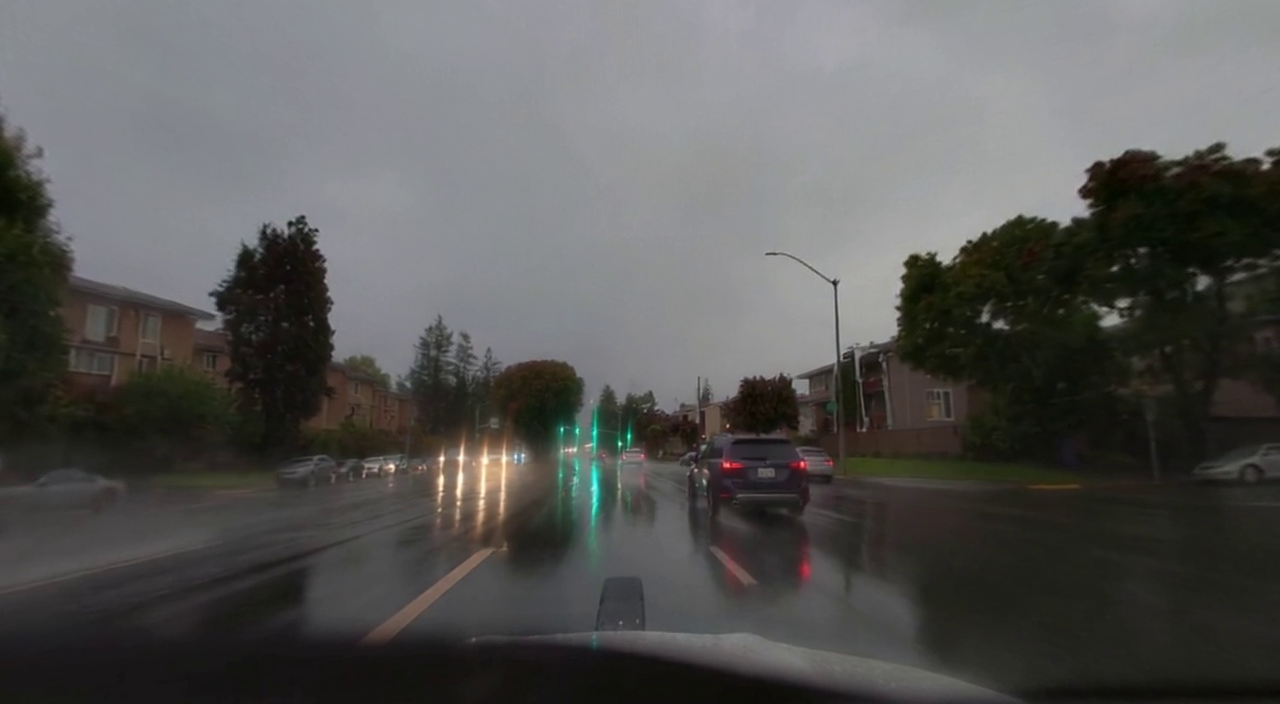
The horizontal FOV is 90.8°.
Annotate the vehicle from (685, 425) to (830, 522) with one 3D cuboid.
[{"bbox_3d":[2.335,2.585,13.949,2.085,1.763,4.490,0,-9,-3],"label":"vehicle"}]

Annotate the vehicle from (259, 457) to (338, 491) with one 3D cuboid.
[{"bbox_3d":[-19.486,6.935,36.310,2.145,1.764,4.653,0,-9,-4],"label":"vehicle"}]

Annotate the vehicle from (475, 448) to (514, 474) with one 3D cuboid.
[{"bbox_3d":[-10.878,8.172,47.519,2.233,1.850,4.801,0,-9,-5],"label":"vehicle"}]

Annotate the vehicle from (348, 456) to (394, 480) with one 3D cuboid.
[{"bbox_3d":[-20.639,8.903,48.644,1.871,1.712,4.710,1,-9,-6],"label":"vehicle"}]

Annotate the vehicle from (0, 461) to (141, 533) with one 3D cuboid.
[{"bbox_3d":[-17.649,4.178,18.661,2.078,1.612,4.798,-2,-7,-3],"label":"vehicle"}]
